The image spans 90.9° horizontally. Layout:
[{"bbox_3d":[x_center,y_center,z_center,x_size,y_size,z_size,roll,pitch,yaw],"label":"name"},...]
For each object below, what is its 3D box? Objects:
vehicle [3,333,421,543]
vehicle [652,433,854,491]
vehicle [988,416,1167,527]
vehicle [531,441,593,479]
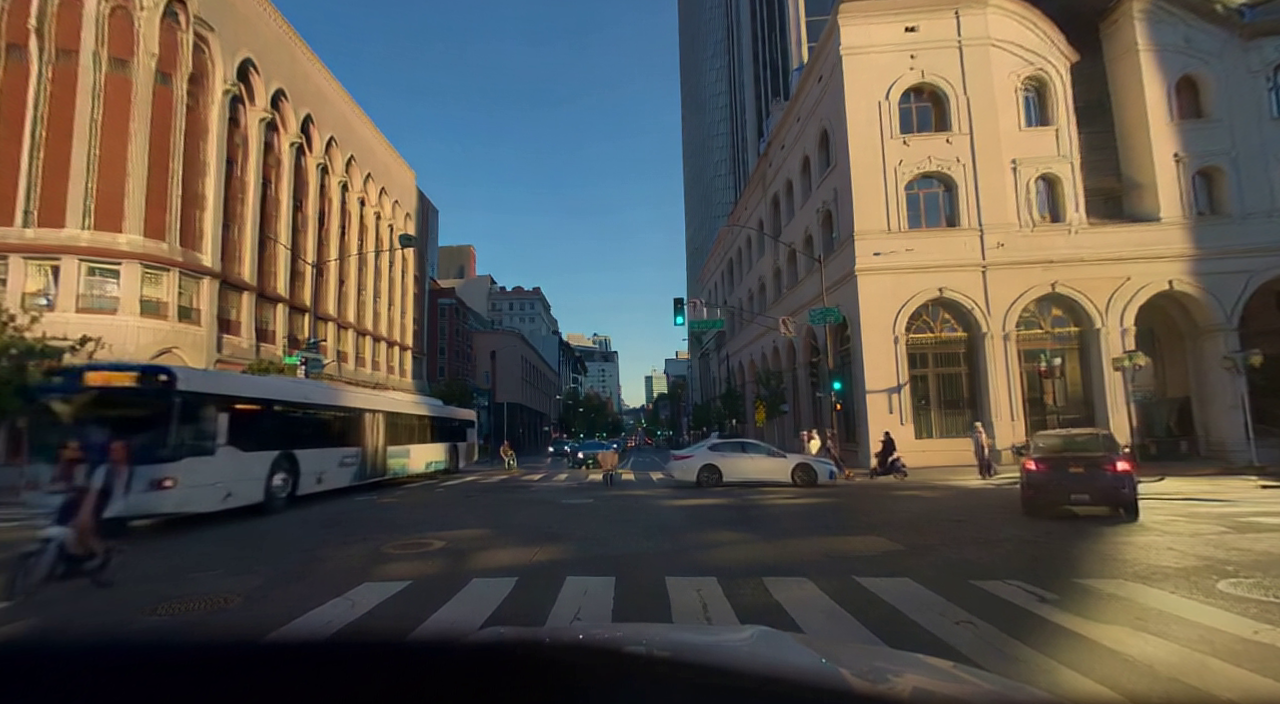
[{"bbox_3d":[-8.769,2.131,15.485,2.916,3.427,10.189,0,-8,1],"label":"vehicle"},{"bbox_3d":[3.222,3.123,18.169,5.388,1.465,2.050,-4,-9,23],"label":"vehicle"},{"bbox_3d":[7.404,1.954,10.877,2.006,1.495,4.271,-5,-10,33],"label":"vehicle"},{"bbox_3d":[-3.139,4.446,26.287,1.904,1.402,4.759,0,-8,1],"label":"vehicle"}]
